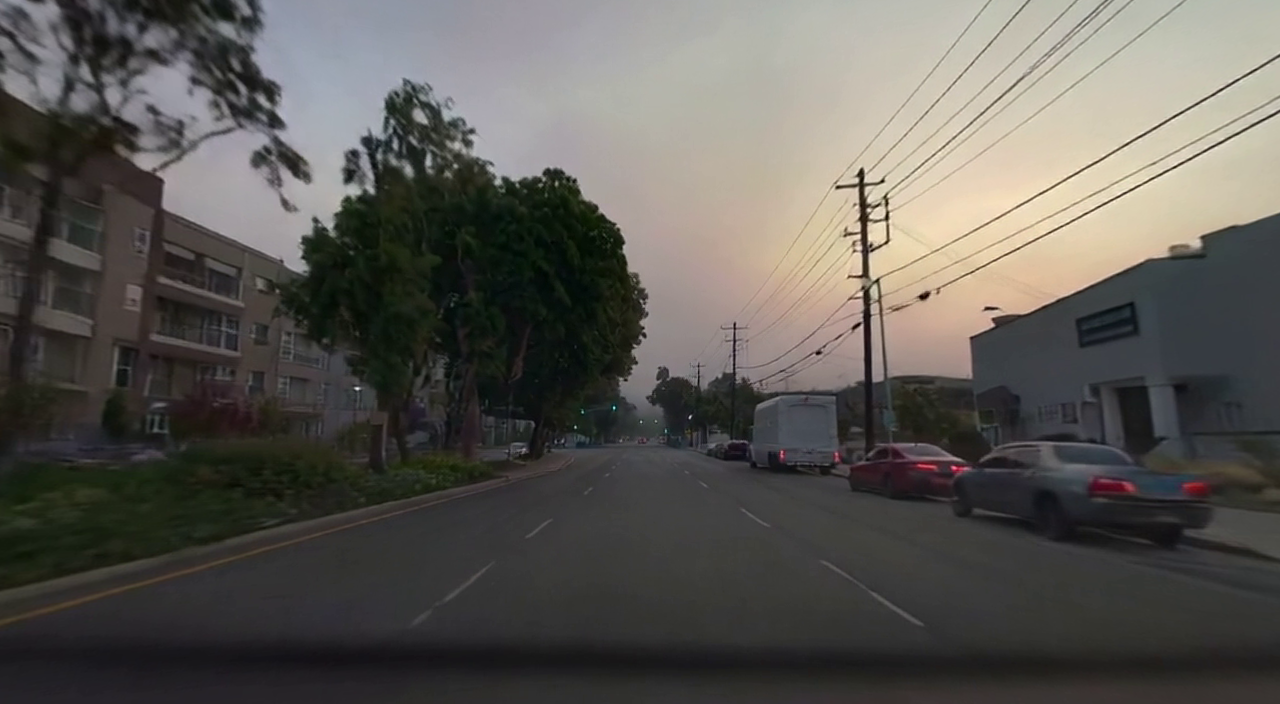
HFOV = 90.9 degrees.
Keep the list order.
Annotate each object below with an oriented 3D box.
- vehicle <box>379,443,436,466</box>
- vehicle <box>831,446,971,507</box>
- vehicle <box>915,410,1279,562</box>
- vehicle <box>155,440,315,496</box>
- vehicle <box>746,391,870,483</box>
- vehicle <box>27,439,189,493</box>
[{"bbox_3d":[-15.094,6.663,41.143,1.863,1.440,4.771,0,-8,1],"label":"vehicle"},{"bbox_3d":[6.805,3.254,17.050,1.762,1.414,4.540,0,-8,-1],"label":"vehicle"},{"bbox_3d":[6.926,2.045,10.481,2.258,1.845,5.381,0,-8,0],"label":"vehicle"},{"bbox_3d":[-12.029,3.440,19.155,1.853,1.498,4.465,0,-8,0],"label":"vehicle"},{"bbox_3d":[6.921,3.803,27.655,2.761,3.342,8.958,0,-9,-1],"label":"vehicle"},{"bbox_3d":[-22.164,4.844,26.645,2.327,2.006,5.039,-1,-11,1],"label":"vehicle"}]
